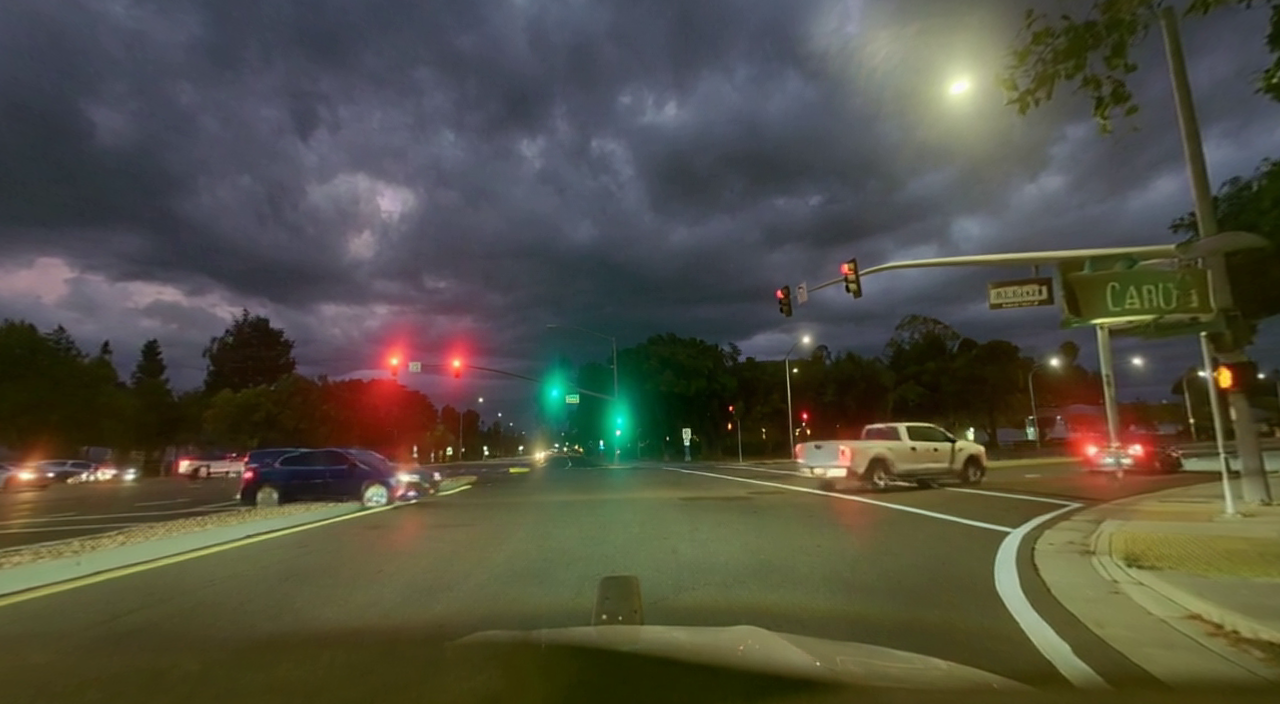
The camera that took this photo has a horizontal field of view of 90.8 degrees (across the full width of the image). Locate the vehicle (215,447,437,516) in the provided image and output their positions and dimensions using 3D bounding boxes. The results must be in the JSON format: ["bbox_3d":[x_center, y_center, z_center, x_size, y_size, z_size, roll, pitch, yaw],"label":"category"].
[{"bbox_3d":[-7.555,3.052,15.283,4.702,1.468,1.999,-3,-9,19],"label":"vehicle"}]

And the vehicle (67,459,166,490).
[{"bbox_3d":[-28.406,6.626,34.499,1.965,1.448,4.553,1,-9,-9],"label":"vehicle"}]

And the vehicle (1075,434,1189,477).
[{"bbox_3d":[18.564,3.857,23.762,4.728,1.471,1.957,6,-10,-35],"label":"vehicle"}]

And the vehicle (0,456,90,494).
[{"bbox_3d":[-31.195,6.265,32.457,2.142,1.723,4.692,1,-9,-9],"label":"vehicle"}]

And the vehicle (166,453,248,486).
[{"bbox_3d":[-24.979,6.755,36.641,2.081,1.670,4.376,1,-9,-8],"label":"vehicle"}]

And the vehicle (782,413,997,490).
[{"bbox_3d":[7.262,2.856,18.335,5.896,1.937,2.358,4,-10,-26],"label":"vehicle"}]
